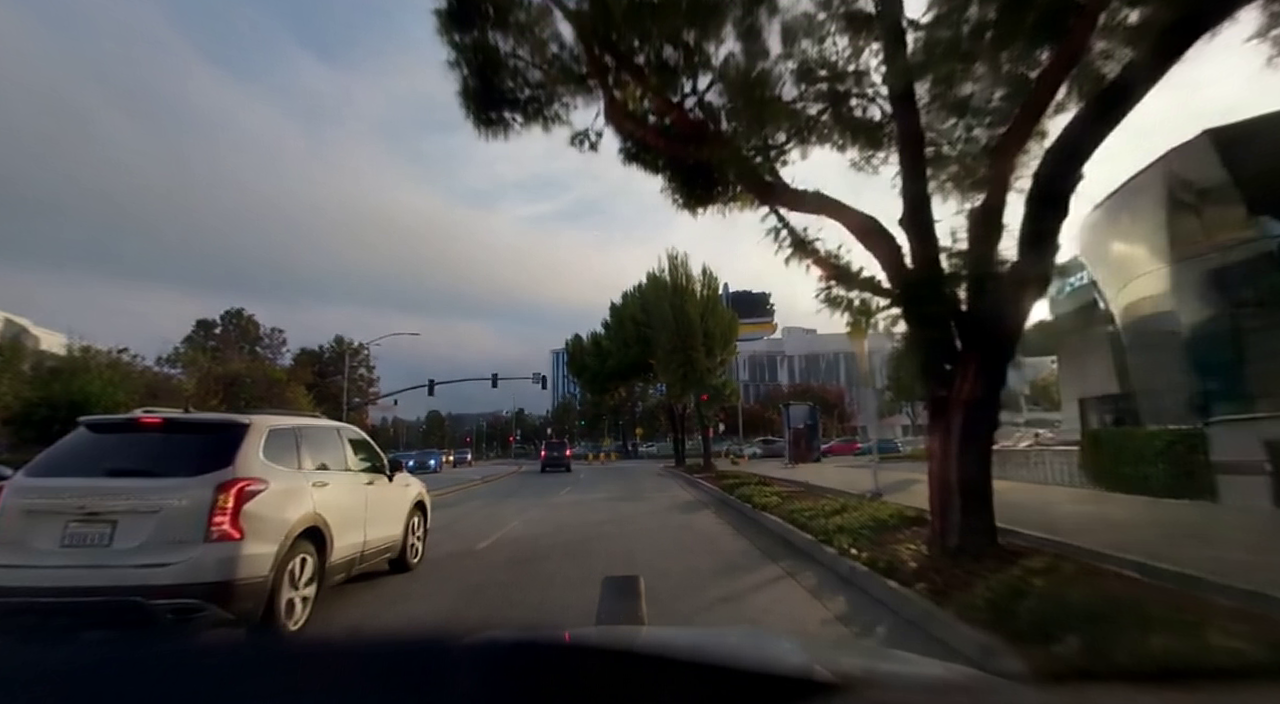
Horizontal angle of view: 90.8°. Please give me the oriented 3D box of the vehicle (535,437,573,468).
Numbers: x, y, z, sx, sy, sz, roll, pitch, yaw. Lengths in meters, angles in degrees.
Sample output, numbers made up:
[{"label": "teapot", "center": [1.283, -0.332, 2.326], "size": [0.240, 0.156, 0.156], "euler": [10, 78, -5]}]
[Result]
[{"label": "vehicle", "center": [-5.278, 6.205, 39.239], "size": [2.134, 1.799, 5.082], "euler": [1, -9, -6]}]

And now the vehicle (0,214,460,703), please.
[{"label": "vehicle", "center": [-3.317, 0.848, 4.239], "size": [2.509, 1.885, 5.831], "euler": [0, -9, 0]}]
